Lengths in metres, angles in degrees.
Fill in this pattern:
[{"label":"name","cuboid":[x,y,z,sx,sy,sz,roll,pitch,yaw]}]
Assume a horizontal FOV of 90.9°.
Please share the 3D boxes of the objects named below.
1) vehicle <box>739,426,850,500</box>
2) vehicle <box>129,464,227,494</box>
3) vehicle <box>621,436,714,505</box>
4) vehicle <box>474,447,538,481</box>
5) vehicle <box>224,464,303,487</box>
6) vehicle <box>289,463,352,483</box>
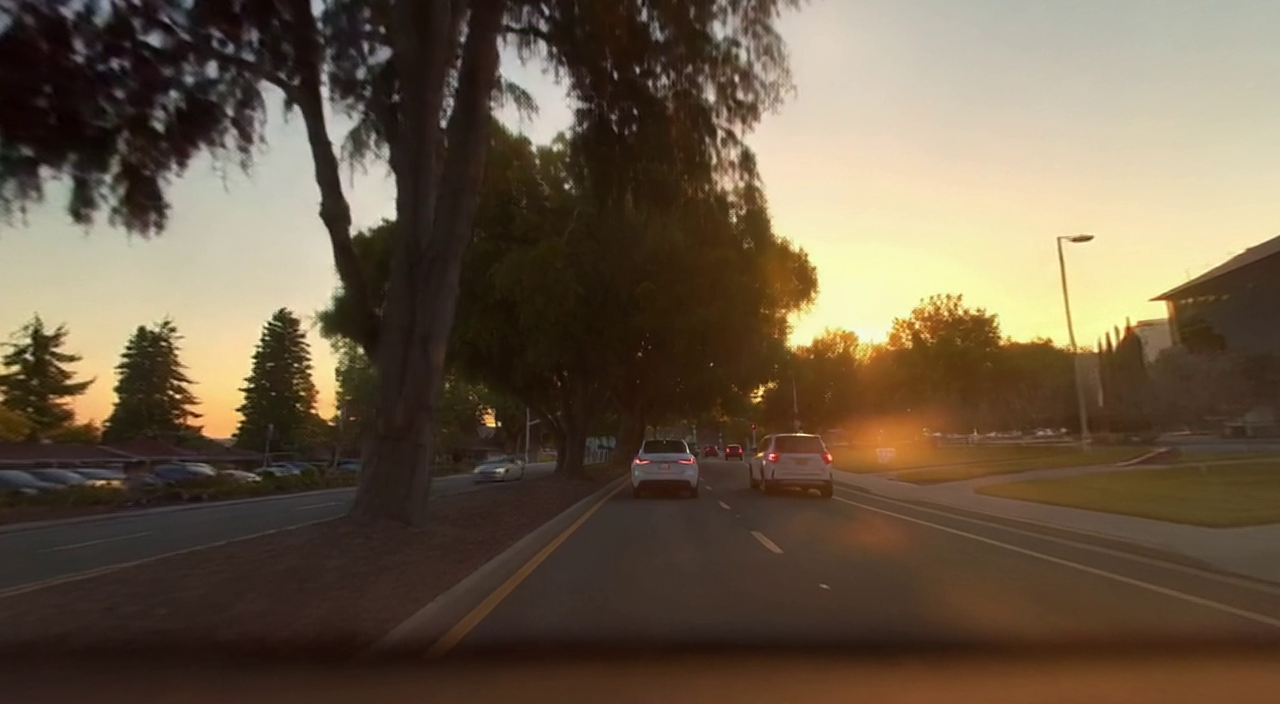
[{"label":"vehicle","cuboid":[4.268,3.148,18.393,1.953,1.818,5.299,-1,-8,1]},{"label":"vehicle","cuboid":[-27.150,7.472,37.144,4.434,1.582,1.946,-2,-8,8]},{"label":"vehicle","cuboid":[0.715,3.085,16.859,2.154,1.585,3.997,-1,-8,2]},{"label":"vehicle","cuboid":[-6.547,5.550,31.290,1.773,1.449,4.322,-6,-10,6]},{"label":"vehicle","cuboid":[-26.563,8.708,44.586,4.366,1.486,2.072,-1,-8,6]},{"label":"vehicle","cuboid":[-25.162,9.511,49.686,4.011,1.473,1.913,-2,-8,11]}]
